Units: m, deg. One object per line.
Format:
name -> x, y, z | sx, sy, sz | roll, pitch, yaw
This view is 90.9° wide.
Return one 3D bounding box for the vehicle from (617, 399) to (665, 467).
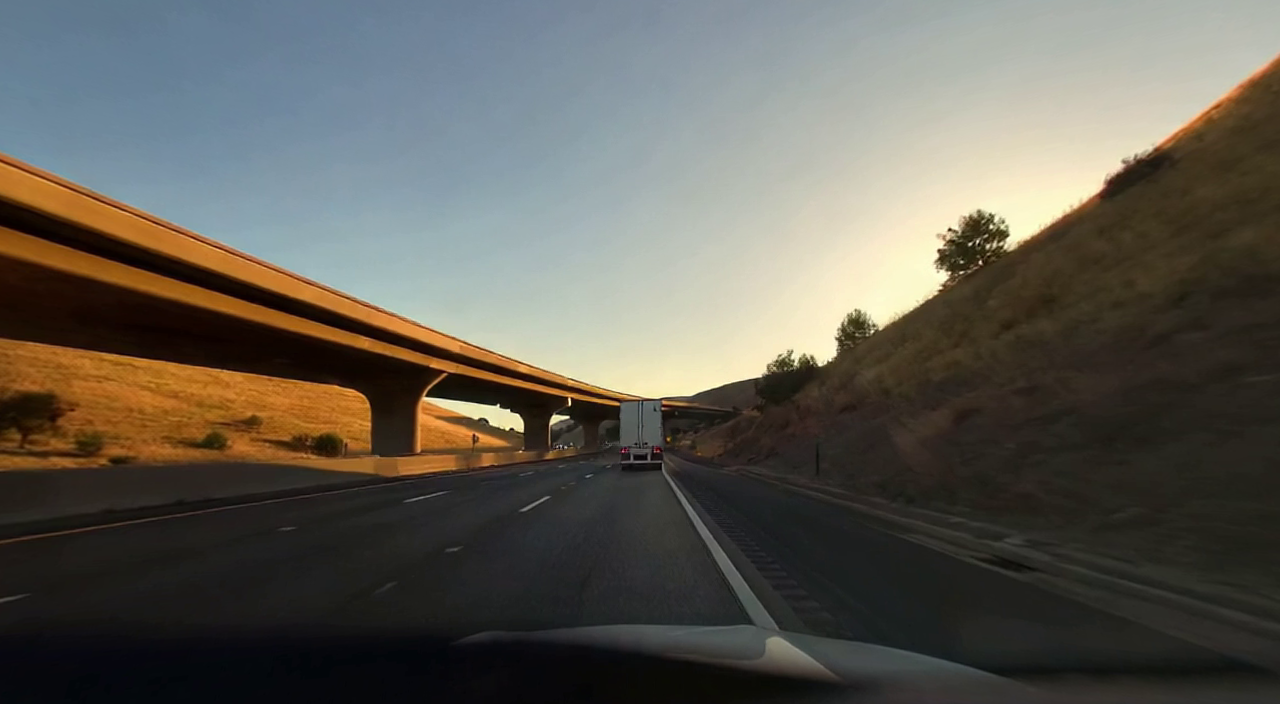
vehicle -> 0.005, 5.631, 43.215 | 2.866, 4.014, 11.261 | 0, -8, -1
